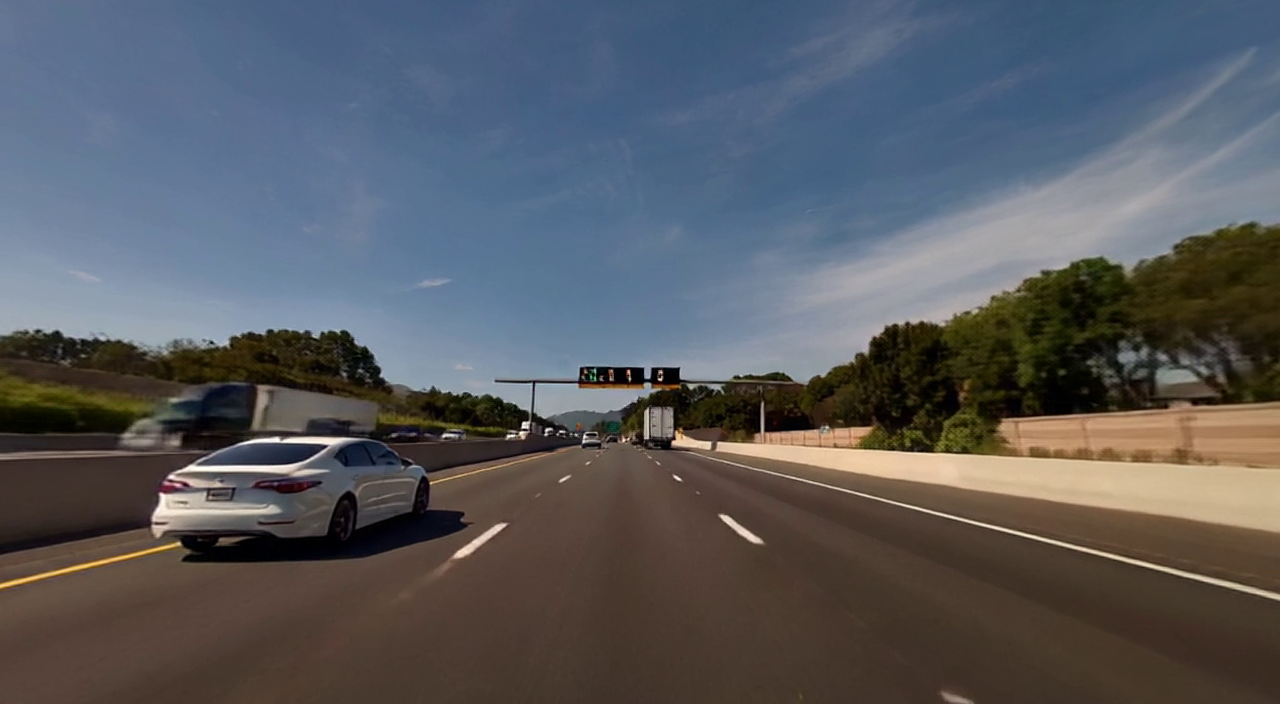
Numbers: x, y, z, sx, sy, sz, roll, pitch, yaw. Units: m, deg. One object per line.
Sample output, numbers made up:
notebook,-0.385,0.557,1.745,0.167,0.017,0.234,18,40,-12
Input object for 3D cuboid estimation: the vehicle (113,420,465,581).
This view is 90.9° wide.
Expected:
vehicle,-3.804,1.646,7.974,1.971,1.444,4.401,0,-8,-1
